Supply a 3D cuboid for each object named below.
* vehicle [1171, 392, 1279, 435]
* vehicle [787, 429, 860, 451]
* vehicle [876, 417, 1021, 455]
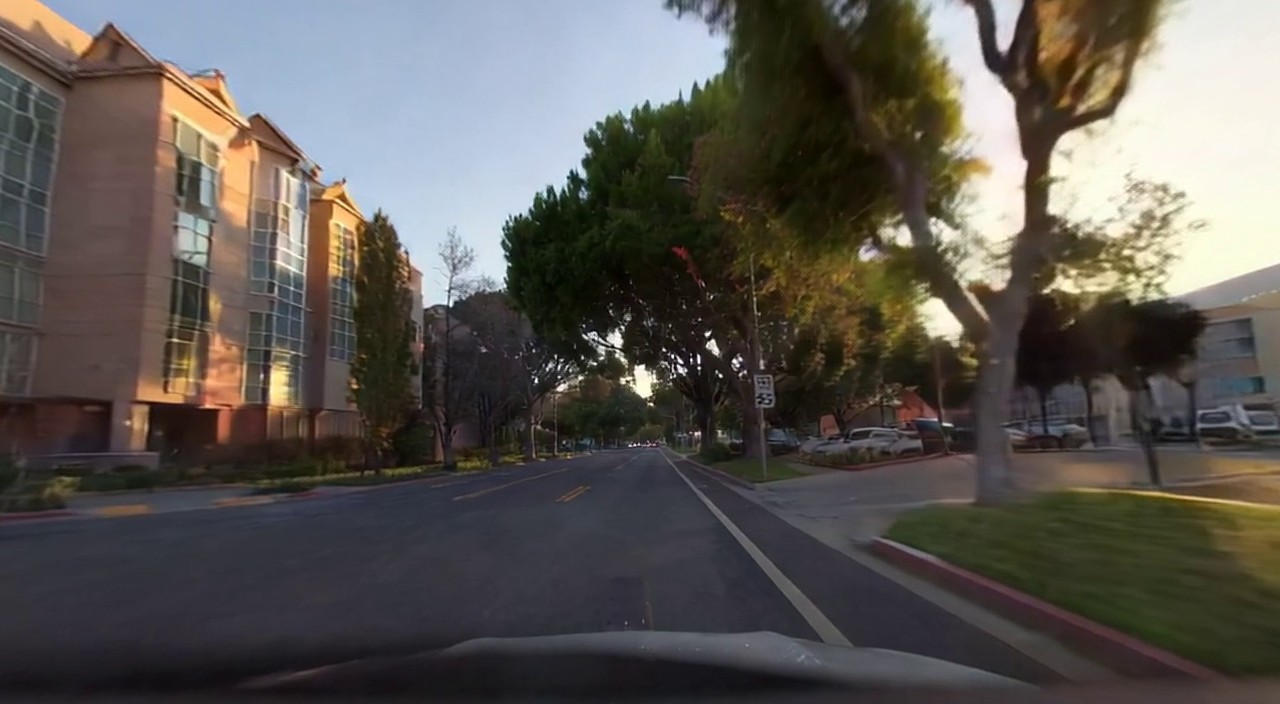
[{"bbox_3d":[27.255,2.894,28.835,1.850,1.706,4.610,0,-8,0],"label":"vehicle"},{"bbox_3d":[13.130,6.338,45.339,4.529,1.490,2.168,1,-8,-5],"label":"vehicle"},{"bbox_3d":[12.772,3.528,26.356,4.955,1.489,2.002,0,-8,1],"label":"vehicle"}]
